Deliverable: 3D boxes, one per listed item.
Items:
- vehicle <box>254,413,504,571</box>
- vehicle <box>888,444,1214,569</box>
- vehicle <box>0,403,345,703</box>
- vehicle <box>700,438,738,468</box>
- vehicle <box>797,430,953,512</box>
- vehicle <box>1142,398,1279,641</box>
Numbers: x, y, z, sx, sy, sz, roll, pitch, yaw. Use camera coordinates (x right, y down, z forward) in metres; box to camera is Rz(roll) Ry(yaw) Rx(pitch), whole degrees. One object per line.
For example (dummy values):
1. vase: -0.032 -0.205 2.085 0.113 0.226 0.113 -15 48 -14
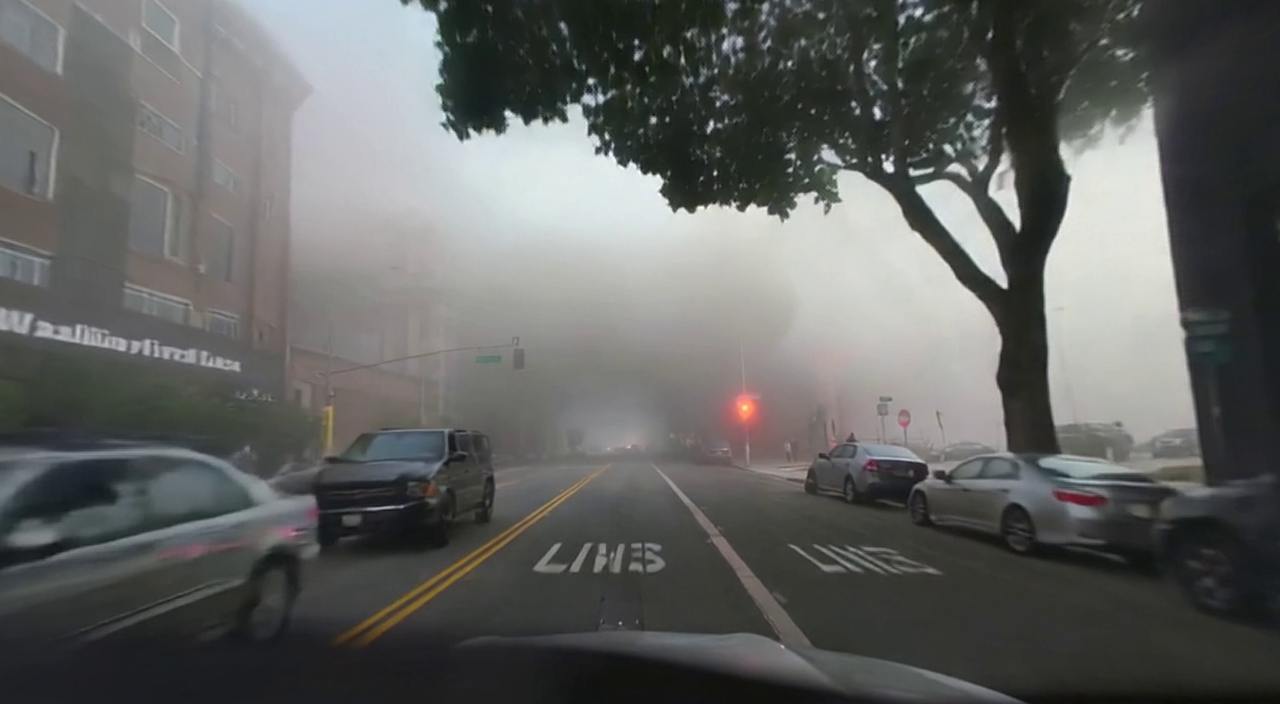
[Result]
1. vehicle: -3.455 1.926 9.514 2.028 1.764 4.503 0 -8 -3
2. vehicle: 5.886 2.207 10.017 1.910 1.471 4.758 0 -8 -1
3. vehicle: -3.123 0.977 2.288 2.013 1.527 4.335 0 -8 0
4. vehicle: 5.631 7.222 45.435 2.010 1.943 4.319 -2 -9 -1
5. vehicle: 5.882 3.031 16.647 2.150 1.805 4.870 0 -8 -1
6. vehicle: 5.821 1.057 3.484 2.116 1.780 4.682 0 -8 -2
